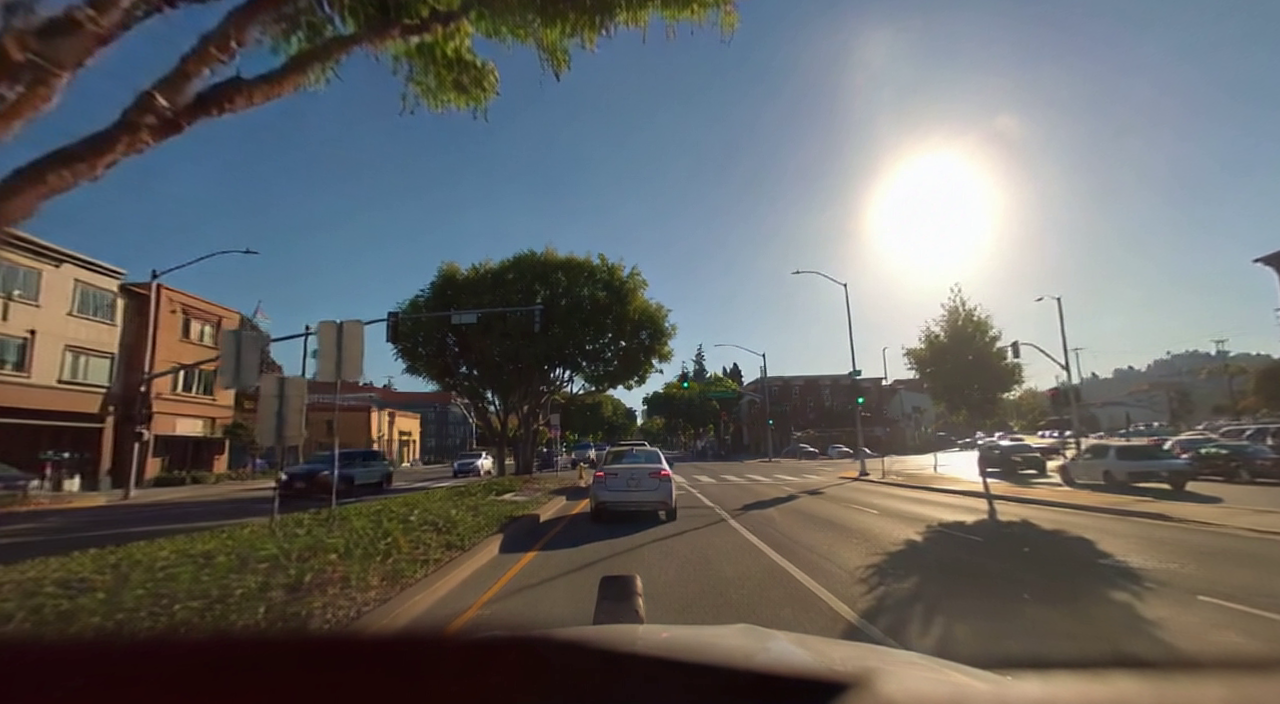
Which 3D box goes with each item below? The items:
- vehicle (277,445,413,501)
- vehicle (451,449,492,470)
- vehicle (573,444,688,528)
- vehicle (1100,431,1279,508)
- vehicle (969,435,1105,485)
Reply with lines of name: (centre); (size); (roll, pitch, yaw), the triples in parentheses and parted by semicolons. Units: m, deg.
vehicle: (-8.711, 3.588, 19.127); (1.994, 1.474, 4.411); (0, -9, 0)
vehicle: (-12.386, 7.929, 46.521); (1.904, 1.475, 4.068); (0, -9, 1)
vehicle: (-0.236, 2.651, 13.083); (2.010, 1.447, 4.121); (0, -9, -2)
vehicle: (13.081, 2.655, 14.595); (1.859, 1.525, 3.948); (0, -9, 1)
vehicle: (13.078, 3.566, 21.069); (1.887, 1.504, 3.898); (0, -9, -2)
